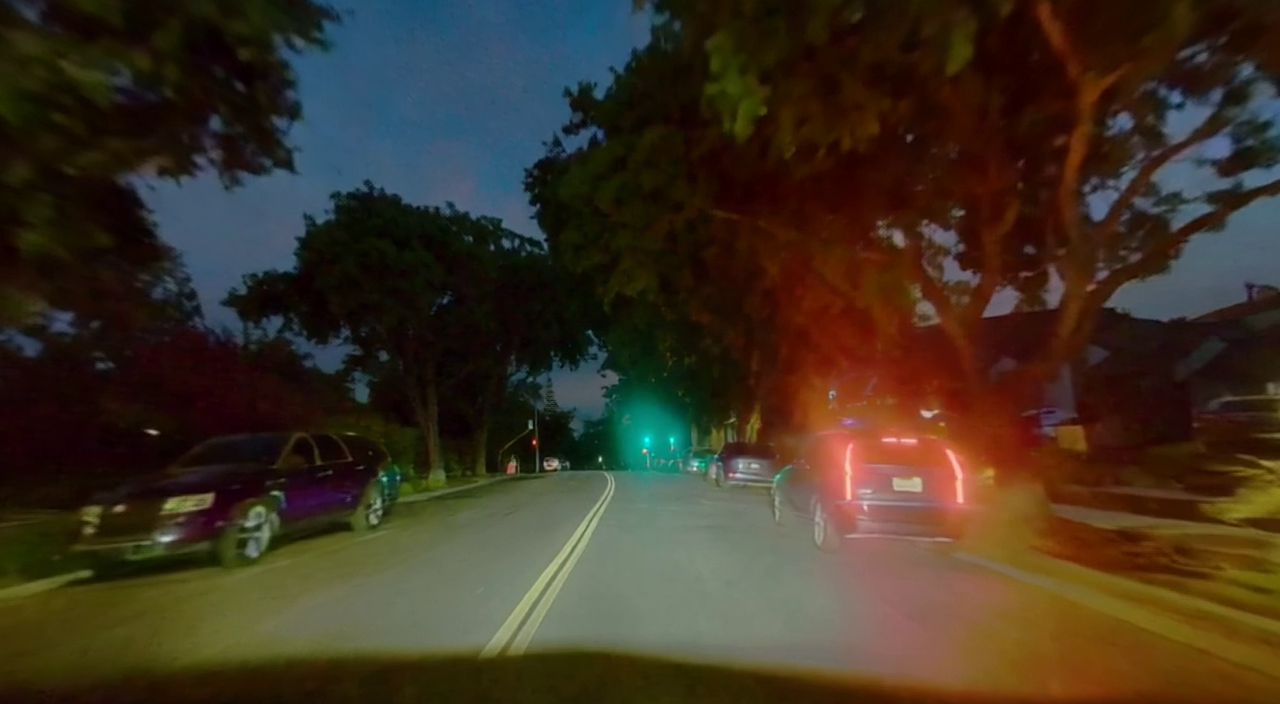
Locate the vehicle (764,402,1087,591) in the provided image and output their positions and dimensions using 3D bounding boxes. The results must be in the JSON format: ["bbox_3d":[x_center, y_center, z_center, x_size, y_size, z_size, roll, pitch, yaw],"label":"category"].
[{"bbox_3d":[3.267,1.763,8.599,2.229,1.826,4.611,-1,-8,0],"label":"vehicle"}]

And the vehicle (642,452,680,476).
[{"bbox_3d":[1.589,8.739,49.461,2.163,1.742,4.239,1,-8,-9],"label":"vehicle"}]

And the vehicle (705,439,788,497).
[{"bbox_3d":[3.468,3.860,21.496,1.970,1.709,4.568,0,-8,0],"label":"vehicle"}]

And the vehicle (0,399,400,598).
[{"bbox_3d":[-5.116,1.674,8.148,2.155,1.729,4.799,-2,-8,0],"label":"vehicle"}]
